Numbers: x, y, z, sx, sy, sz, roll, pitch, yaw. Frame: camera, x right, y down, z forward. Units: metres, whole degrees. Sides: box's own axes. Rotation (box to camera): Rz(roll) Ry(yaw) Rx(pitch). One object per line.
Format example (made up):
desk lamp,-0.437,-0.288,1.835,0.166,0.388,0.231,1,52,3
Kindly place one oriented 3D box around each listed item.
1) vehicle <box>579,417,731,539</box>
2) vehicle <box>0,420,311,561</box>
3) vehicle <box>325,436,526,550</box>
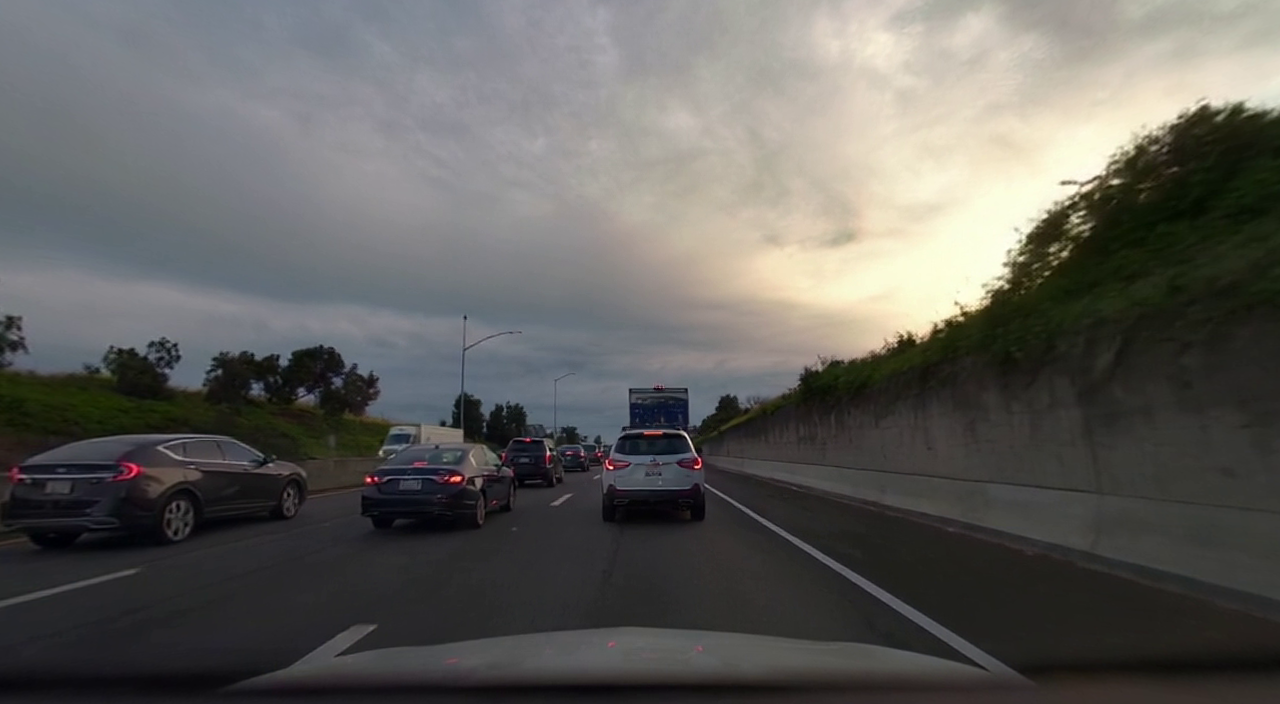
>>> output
vehicle,0.179,2.259,11.951,2.210,1.760,5.303,0,-9,-1
vehicle,-7.469,2.045,10.024,1.986,1.700,4.558,0,-9,0
vehicle,-3.254,2.202,10.512,1.917,1.506,3.949,0,-9,1
